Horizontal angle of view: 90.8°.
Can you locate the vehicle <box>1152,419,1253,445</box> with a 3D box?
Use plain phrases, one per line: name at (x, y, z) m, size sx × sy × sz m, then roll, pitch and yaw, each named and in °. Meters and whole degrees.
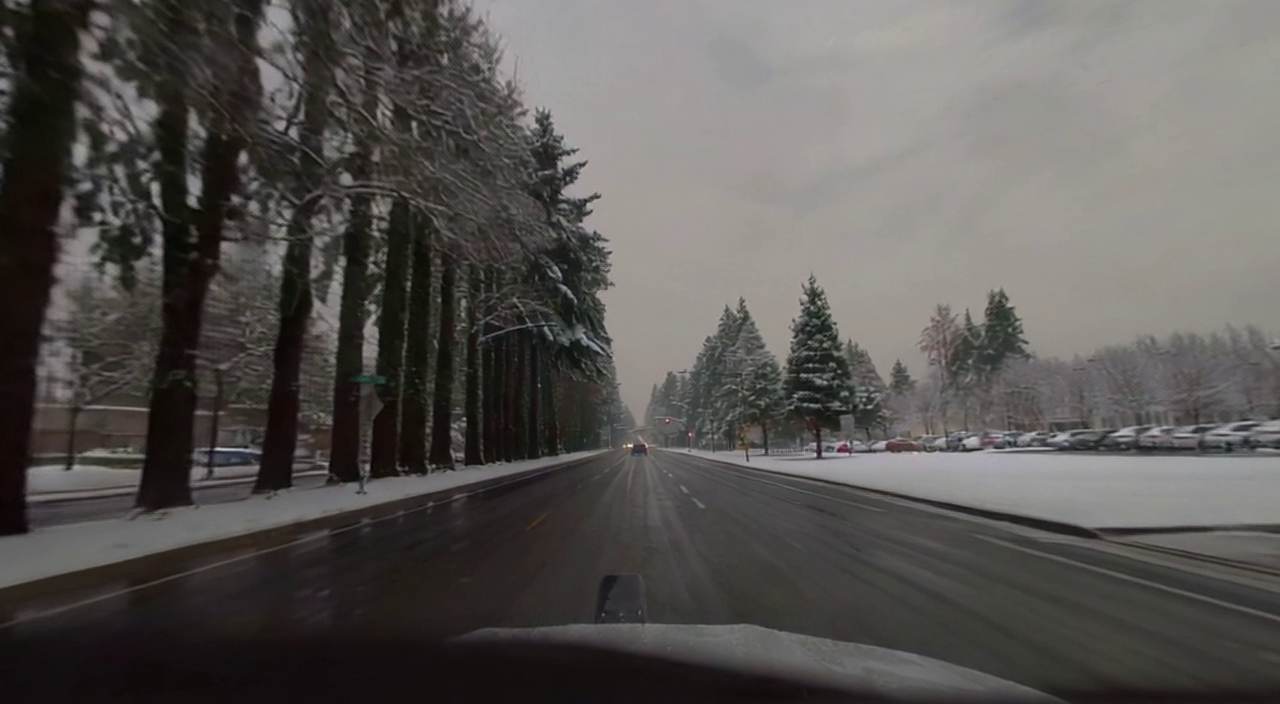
vehicle at (34.109, 4.931, 38.496) m, size 1.850 × 1.490 × 4.701 m, roll -1°, pitch -8°, yaw 1°
